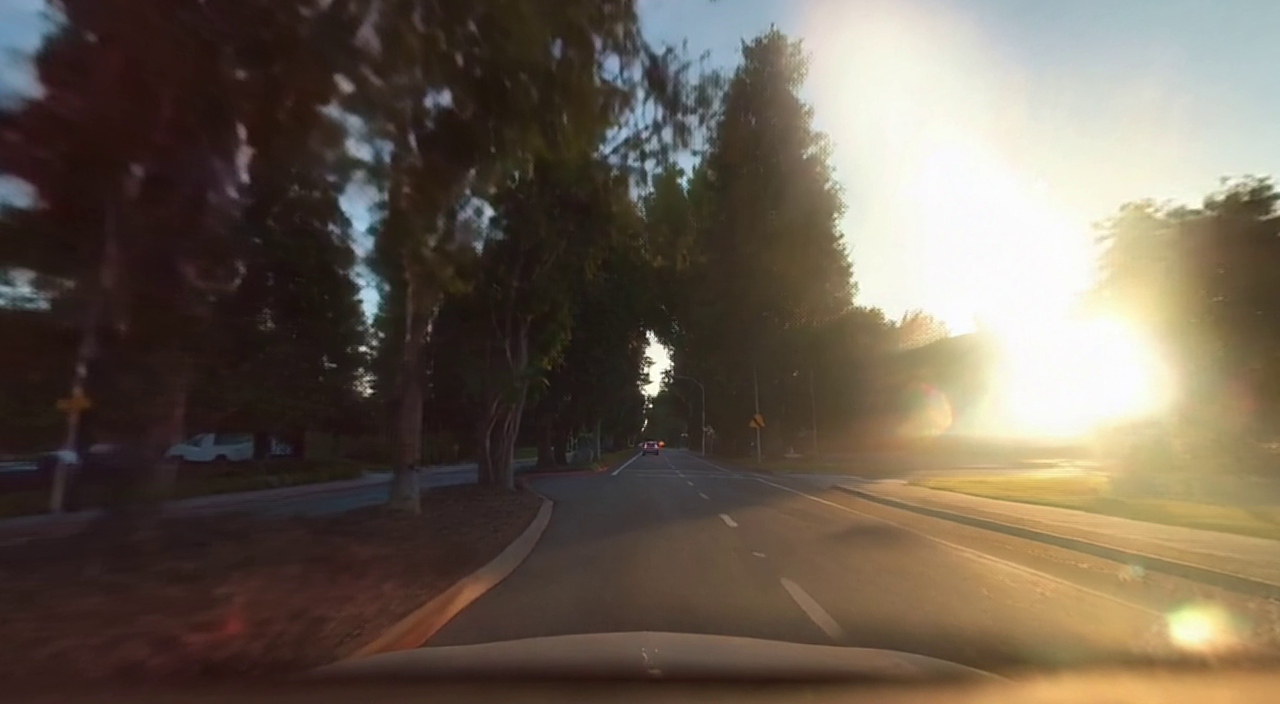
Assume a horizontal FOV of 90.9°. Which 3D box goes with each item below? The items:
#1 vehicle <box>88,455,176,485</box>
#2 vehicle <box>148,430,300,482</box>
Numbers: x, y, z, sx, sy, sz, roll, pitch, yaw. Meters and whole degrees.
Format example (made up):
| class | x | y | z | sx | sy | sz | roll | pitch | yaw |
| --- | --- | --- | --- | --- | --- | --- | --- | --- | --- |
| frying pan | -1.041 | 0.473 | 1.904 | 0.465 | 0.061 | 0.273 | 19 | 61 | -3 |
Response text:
| class | x | y | z | sx | sy | sz | roll | pitch | yaw |
| --- | --- | --- | --- | --- | --- | --- | --- | --- | --- |
| vehicle | -35.821 | 8.308 | 44.663 | 2.010 | 1.821 | 4.924 | 0 | -8 | 1 |
| vehicle | -22.928 | 5.764 | 35.033 | 6.364 | 2.595 | 2.828 | 0 | -9 | -3 |
